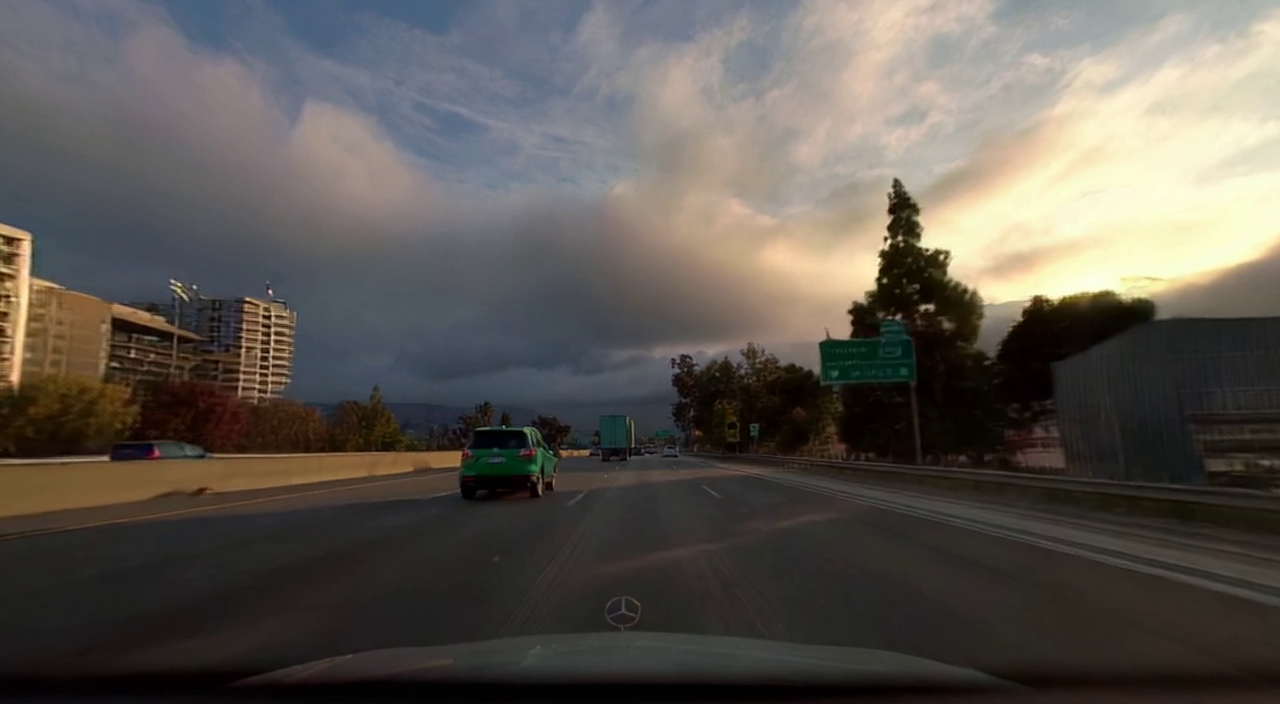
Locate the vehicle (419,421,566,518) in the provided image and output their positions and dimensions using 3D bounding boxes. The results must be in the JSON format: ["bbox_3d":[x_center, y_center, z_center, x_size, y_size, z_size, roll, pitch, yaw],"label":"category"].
[{"bbox_3d":[-2.978,2.494,13.825,2.111,1.742,4.315,0,-9,1],"label":"vehicle"}]

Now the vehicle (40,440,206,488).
[{"bbox_3d":[-18.002,3.902,22.309,1.965,1.503,4.579,1,-9,0],"label":"vehicle"}]
